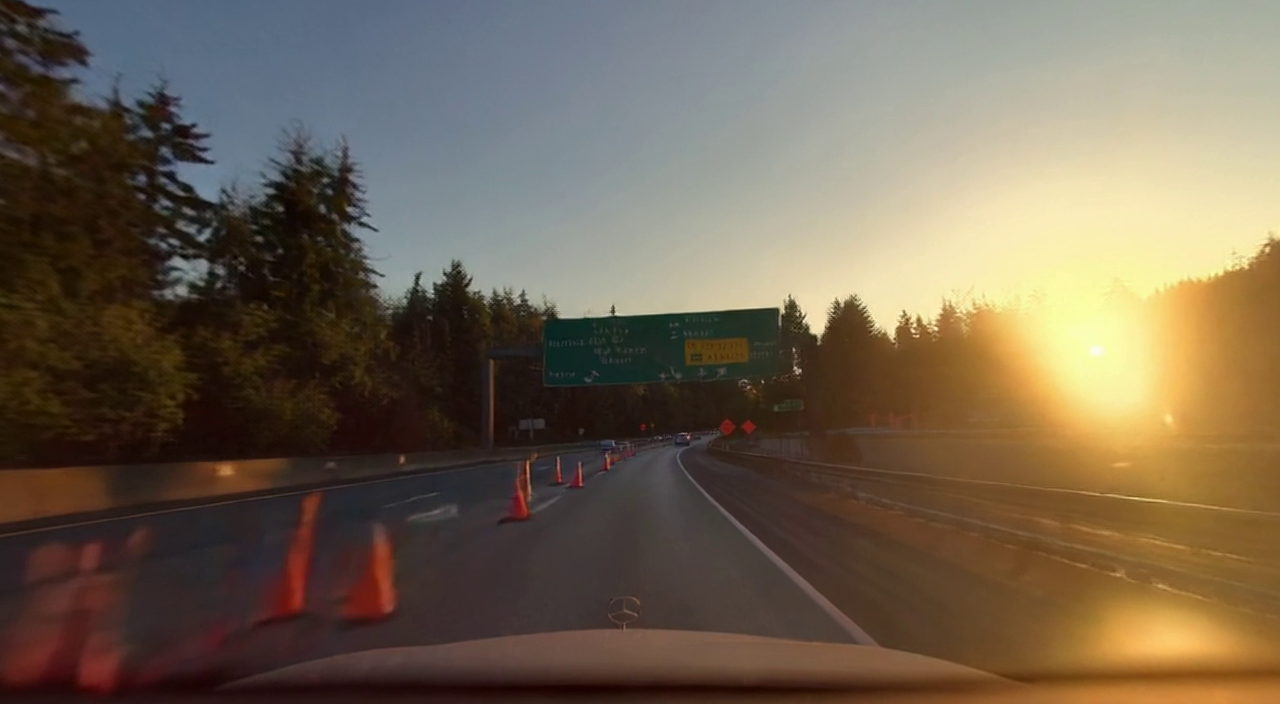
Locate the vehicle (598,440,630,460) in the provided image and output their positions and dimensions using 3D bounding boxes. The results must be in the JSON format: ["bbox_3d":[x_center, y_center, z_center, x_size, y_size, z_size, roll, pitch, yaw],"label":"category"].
[{"bbox_3d":[-1.903,7.326,47.232,2.118,1.475,4.263,0,-8,2],"label":"vehicle"}]
